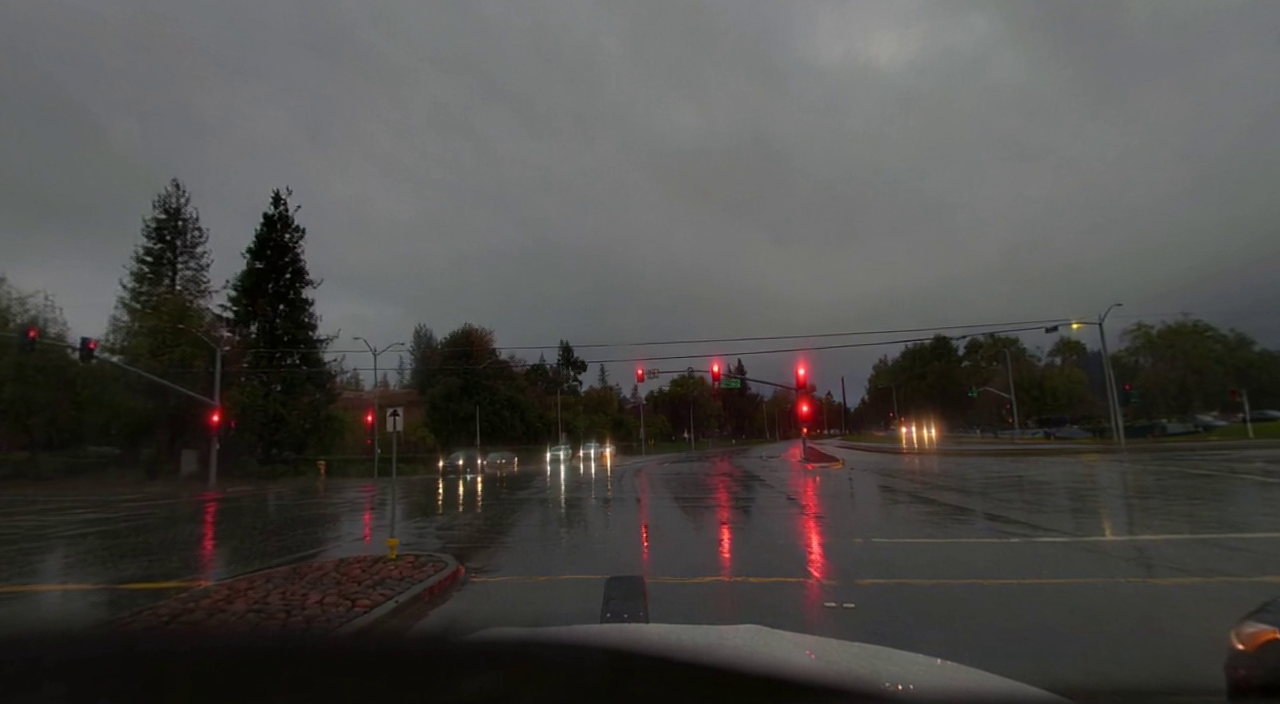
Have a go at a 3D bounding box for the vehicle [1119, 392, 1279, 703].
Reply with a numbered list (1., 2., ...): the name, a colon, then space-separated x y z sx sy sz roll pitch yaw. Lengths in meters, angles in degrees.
1. vehicle: 3.063 0.619 0.423 1.978 1.468 4.544 0 -9 1

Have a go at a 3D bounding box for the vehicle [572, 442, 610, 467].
1. vehicle: -3.526 7.461 45.997 2.215 1.732 4.684 -1 -9 3

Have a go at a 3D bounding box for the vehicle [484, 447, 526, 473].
1. vehicle: -9.770 7.839 45.938 2.064 1.725 4.243 0 -9 1

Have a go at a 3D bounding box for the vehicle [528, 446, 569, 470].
1. vehicle: -6.540 7.603 45.484 2.126 1.657 4.307 0 -9 2

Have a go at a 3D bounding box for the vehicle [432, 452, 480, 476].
1. vehicle: -13.379 8.118 45.987 2.101 1.637 4.304 0 -9 1
